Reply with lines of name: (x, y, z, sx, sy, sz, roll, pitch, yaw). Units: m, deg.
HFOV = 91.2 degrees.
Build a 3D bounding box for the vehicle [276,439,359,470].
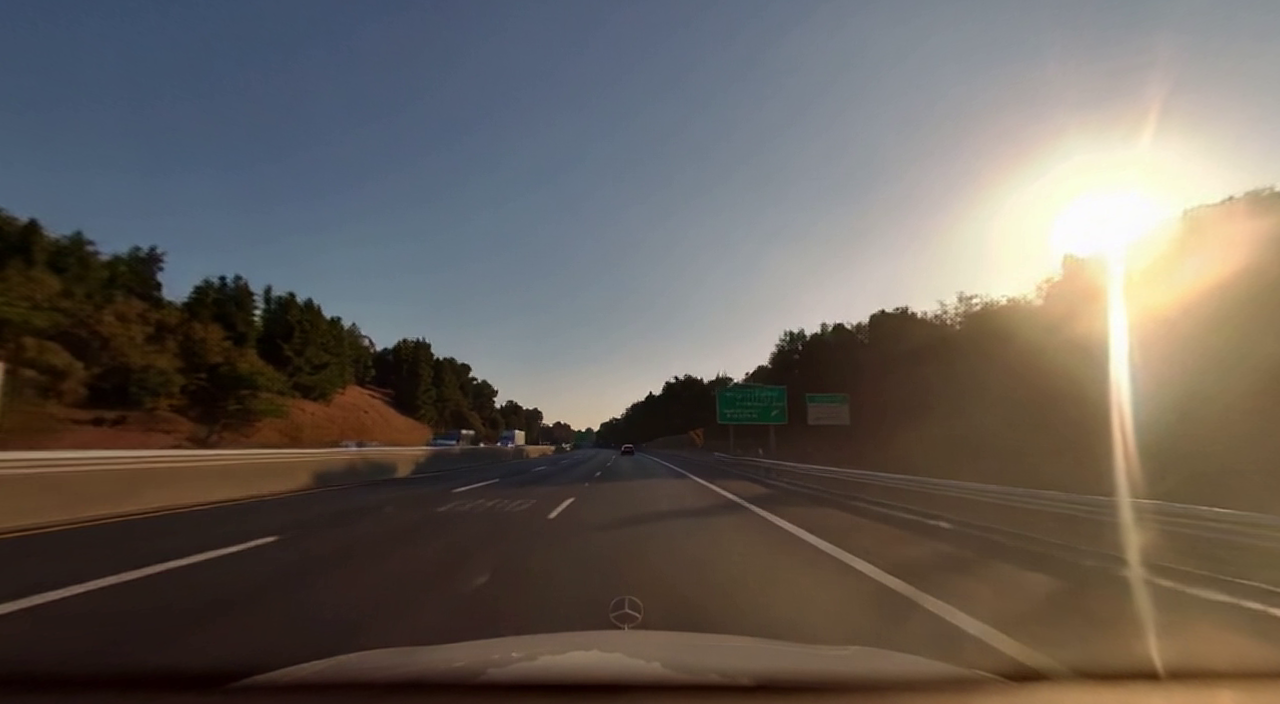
vehicle: (-17.022, 5.416, 33.402, 1.932, 1.516, 4.694, 0, -9, 0)
